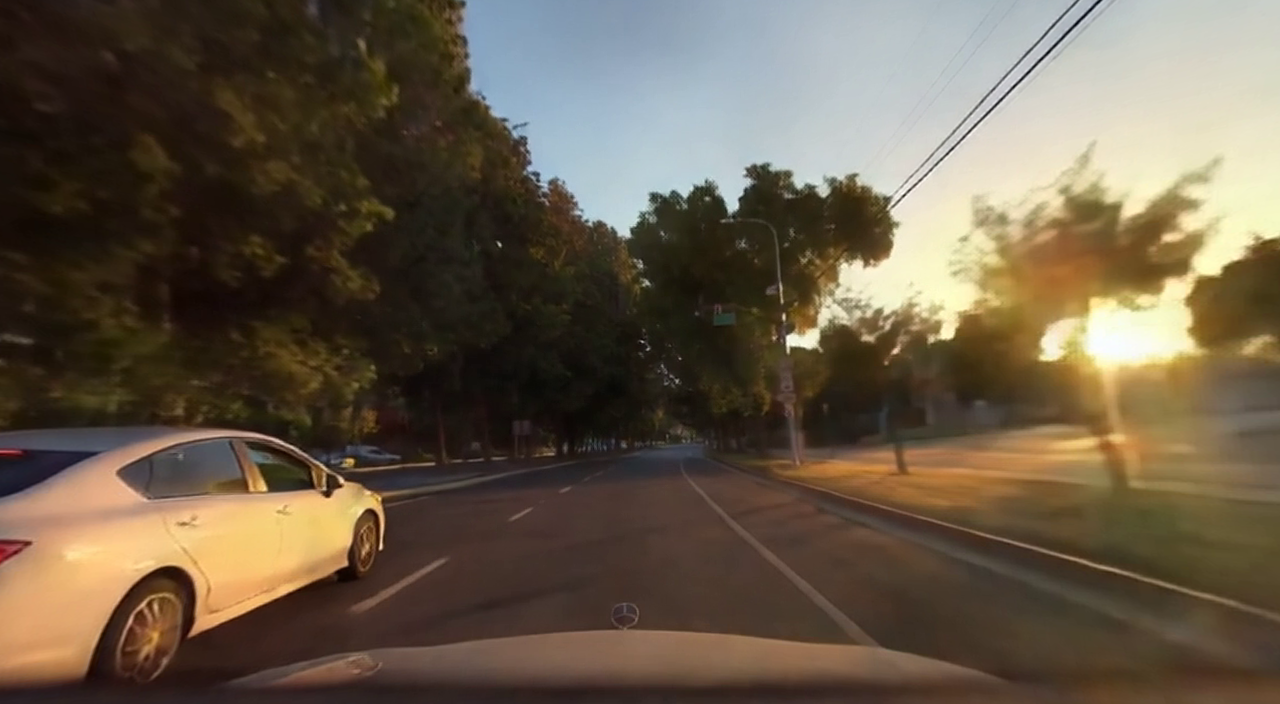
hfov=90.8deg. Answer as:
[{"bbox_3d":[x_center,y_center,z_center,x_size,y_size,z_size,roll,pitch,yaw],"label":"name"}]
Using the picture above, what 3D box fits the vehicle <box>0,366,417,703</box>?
[{"bbox_3d":[-3.251,1.095,4.216,1.915,1.521,4.283,0,-8,1],"label":"vehicle"}]
